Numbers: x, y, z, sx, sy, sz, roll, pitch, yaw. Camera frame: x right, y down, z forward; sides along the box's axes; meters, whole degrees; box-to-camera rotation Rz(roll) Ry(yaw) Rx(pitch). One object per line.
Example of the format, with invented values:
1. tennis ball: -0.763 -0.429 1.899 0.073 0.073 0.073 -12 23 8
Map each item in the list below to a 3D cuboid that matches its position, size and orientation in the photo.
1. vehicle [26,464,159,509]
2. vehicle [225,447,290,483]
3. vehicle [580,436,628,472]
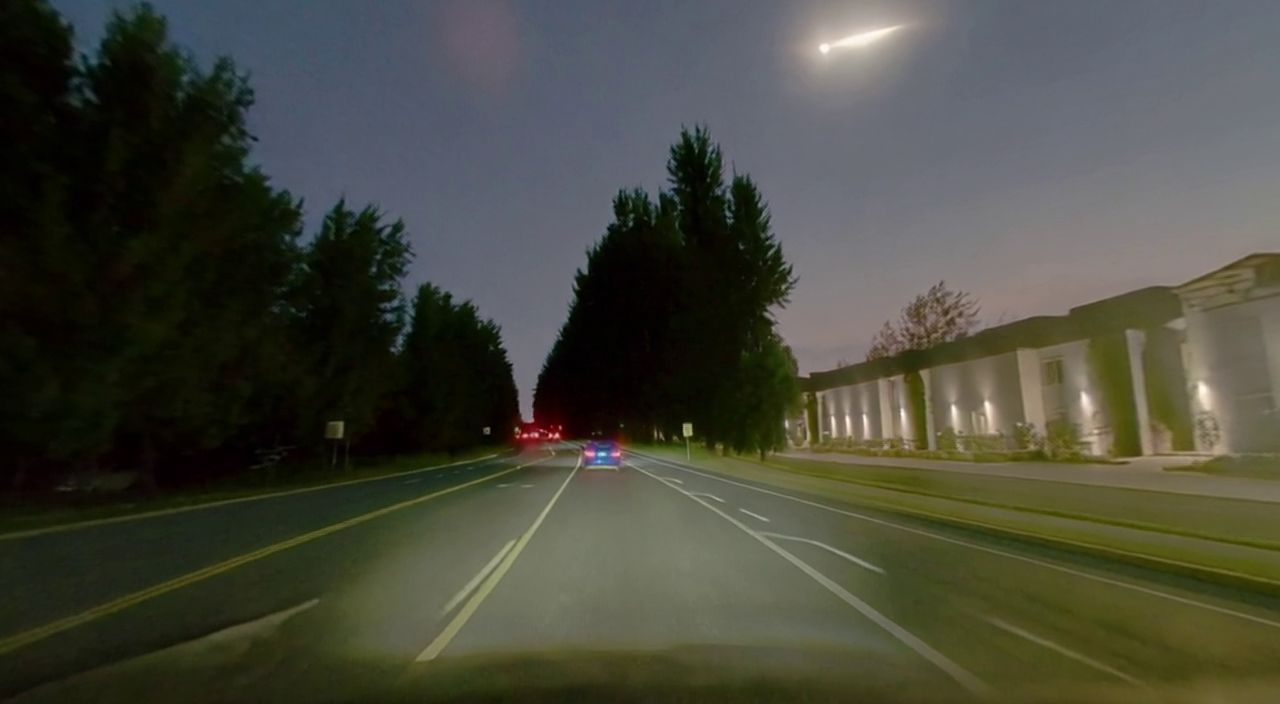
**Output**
1. vehicle: -21.400 5.219 24.979 1.792 1.471 4.511 1 -9 -10
2. vehicle: -24.508 7.197 40.721 2.076 2.085 5.241 3 -9 -15
3. vehicle: -1.890 5.138 31.983 2.216 1.708 4.110 1 -9 -5
